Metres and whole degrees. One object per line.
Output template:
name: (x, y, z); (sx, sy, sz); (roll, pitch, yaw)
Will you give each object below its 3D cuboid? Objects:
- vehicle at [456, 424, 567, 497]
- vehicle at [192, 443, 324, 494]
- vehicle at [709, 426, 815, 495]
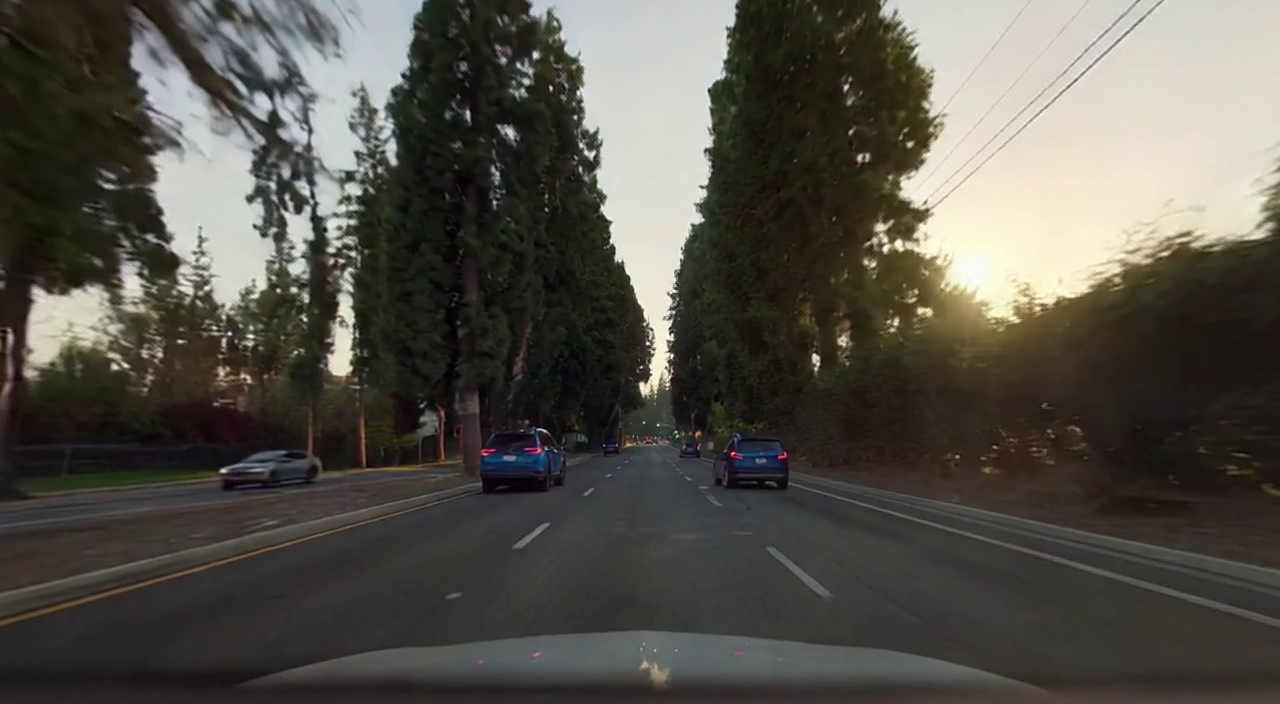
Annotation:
vehicle: (-3.429, 3.006, 17.829); (2.104, 1.785, 4.494); (0, -8, 1)
vehicle: (-13.764, 4.181, 23.106); (1.961, 1.655, 4.491); (0, -8, 1)
vehicle: (3.395, 3.143, 18.604); (2.182, 1.744, 4.464); (0, -8, -1)
